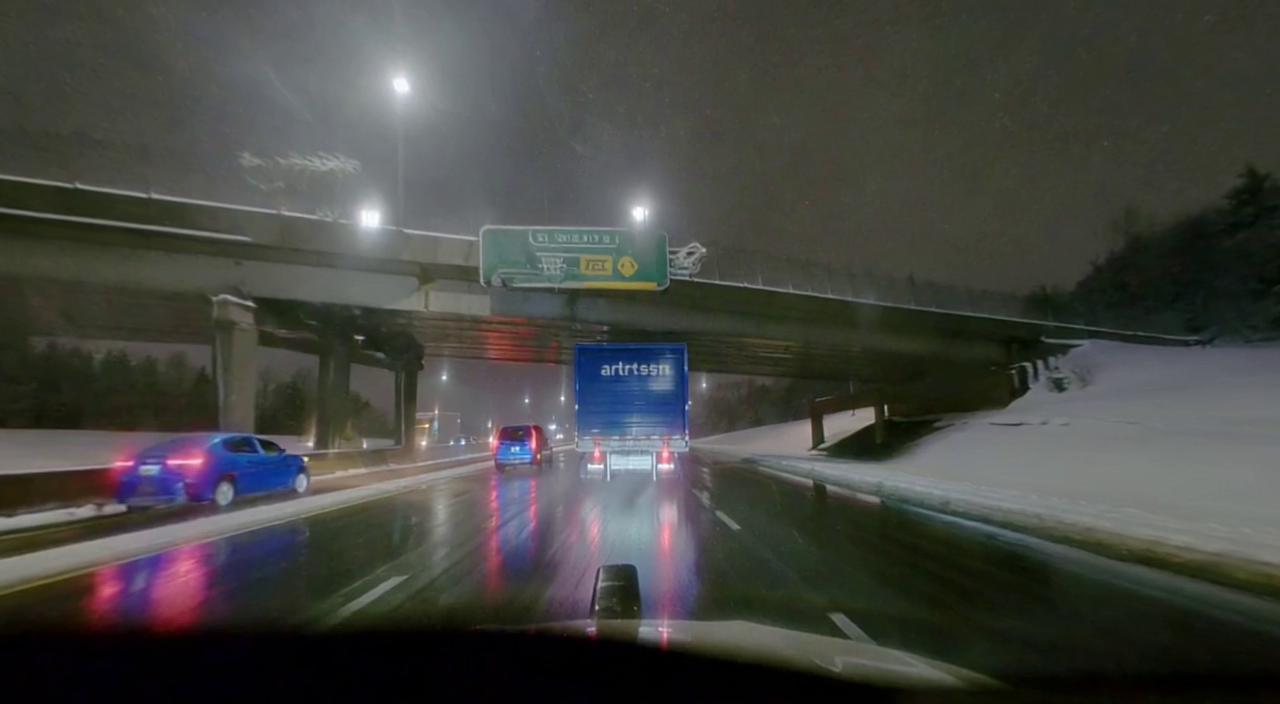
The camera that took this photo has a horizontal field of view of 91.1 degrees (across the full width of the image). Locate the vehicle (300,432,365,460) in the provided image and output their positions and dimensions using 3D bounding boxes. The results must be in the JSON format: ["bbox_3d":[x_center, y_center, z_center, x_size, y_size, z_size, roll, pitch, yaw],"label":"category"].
[{"bbox_3d":[-23.606,7.189,48.508,2.265,2.029,5.280,0,-8,0],"label":"vehicle"}]

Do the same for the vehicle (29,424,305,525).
[{"bbox_3d":[-8.115,2.094,11.389,1.940,1.488,3.976,0,-8,-1],"label":"vehicle"}]

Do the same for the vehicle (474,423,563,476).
[{"bbox_3d":[-4.164,3.440,22.519,2.168,1.671,4.888,0,-8,1],"label":"vehicle"}]

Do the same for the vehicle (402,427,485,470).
[{"bbox_3d":[-7.945,3.938,25.935,1.981,1.574,4.561,0,-8,-1],"label":"vehicle"}]

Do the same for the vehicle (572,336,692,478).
[{"bbox_3d":[-0.275,2.295,23.581,3.442,4.106,10.719,0,-8,-1],"label":"vehicle"}]
